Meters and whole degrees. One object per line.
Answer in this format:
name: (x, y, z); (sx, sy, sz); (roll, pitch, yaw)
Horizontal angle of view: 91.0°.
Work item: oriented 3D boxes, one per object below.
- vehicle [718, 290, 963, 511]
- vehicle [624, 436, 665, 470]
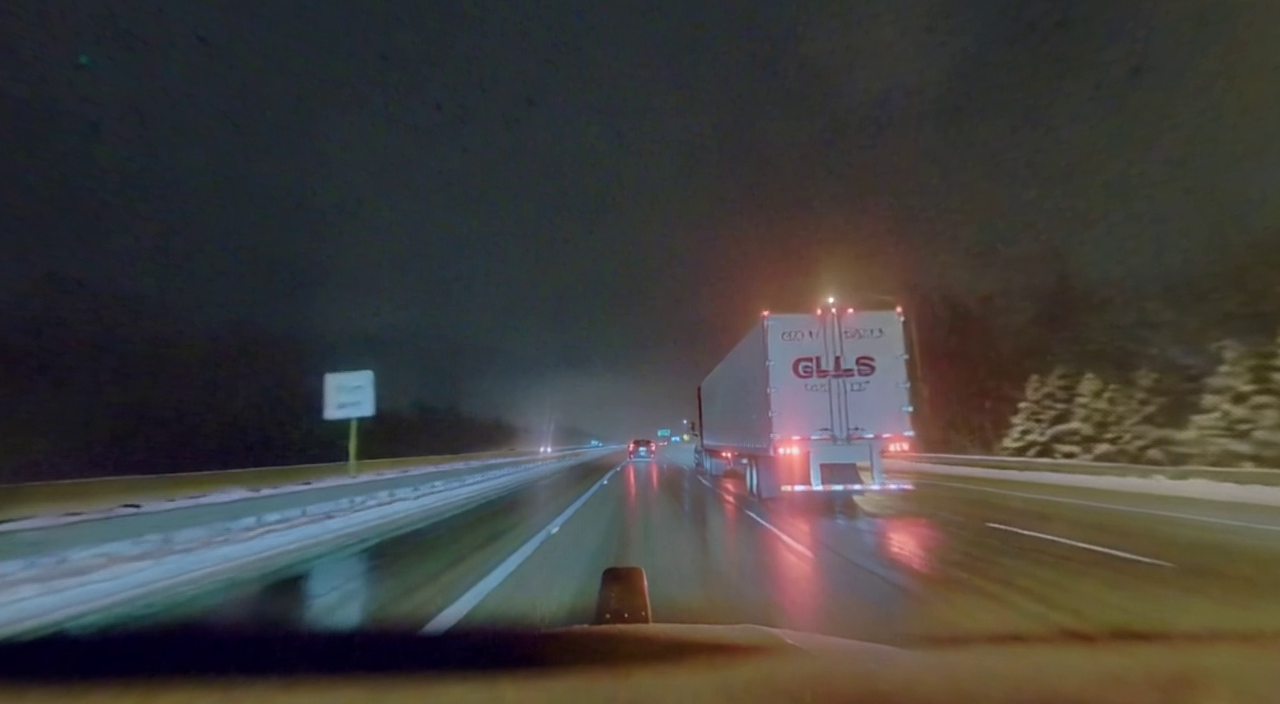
vehicle: (4.272, 1.598, 16.701); (3.014, 4.068, 10.359); (0, -8, 0)
vehicle: (0.238, 5.356, 33.570); (2.050, 1.654, 4.192); (0, -8, 0)
